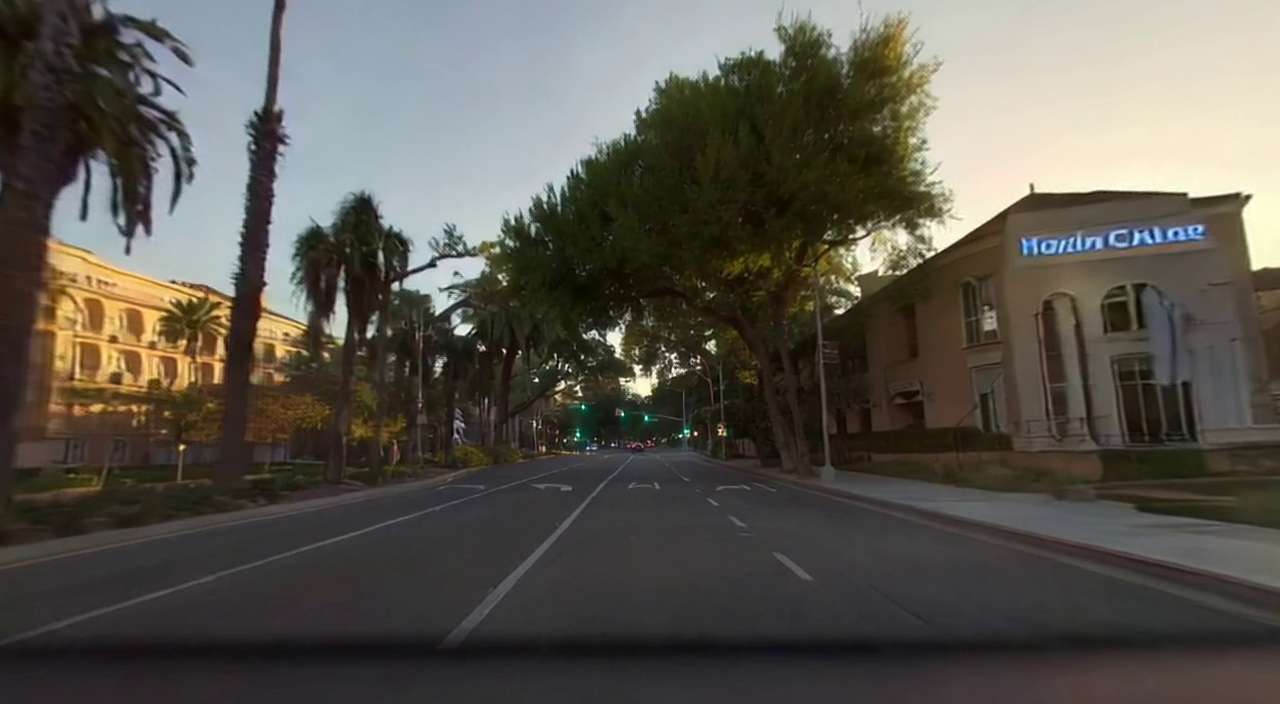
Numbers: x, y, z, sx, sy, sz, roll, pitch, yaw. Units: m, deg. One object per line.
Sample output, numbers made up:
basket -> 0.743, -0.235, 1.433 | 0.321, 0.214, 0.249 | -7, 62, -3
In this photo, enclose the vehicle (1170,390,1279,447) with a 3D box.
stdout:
vehicle -> 21.611, 2.323, 21.516 | 2.222, 1.818, 5.099 | 1, -8, -6
